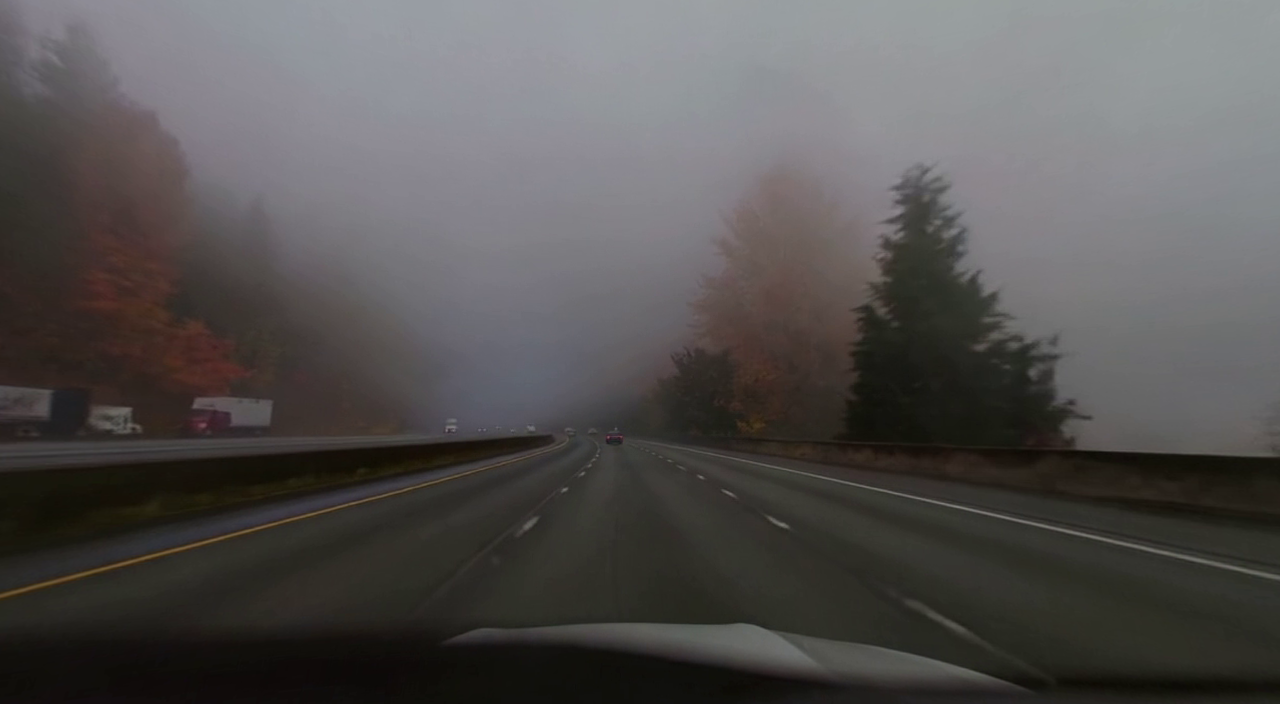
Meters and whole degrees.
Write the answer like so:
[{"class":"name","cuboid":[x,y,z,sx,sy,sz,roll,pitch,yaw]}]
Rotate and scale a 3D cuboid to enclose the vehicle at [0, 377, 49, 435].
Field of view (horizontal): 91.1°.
[{"class":"vehicle","cuboid":[-47.311,4.204,46.929,10.856,3.901,3.560,-7,-10,43]}]
